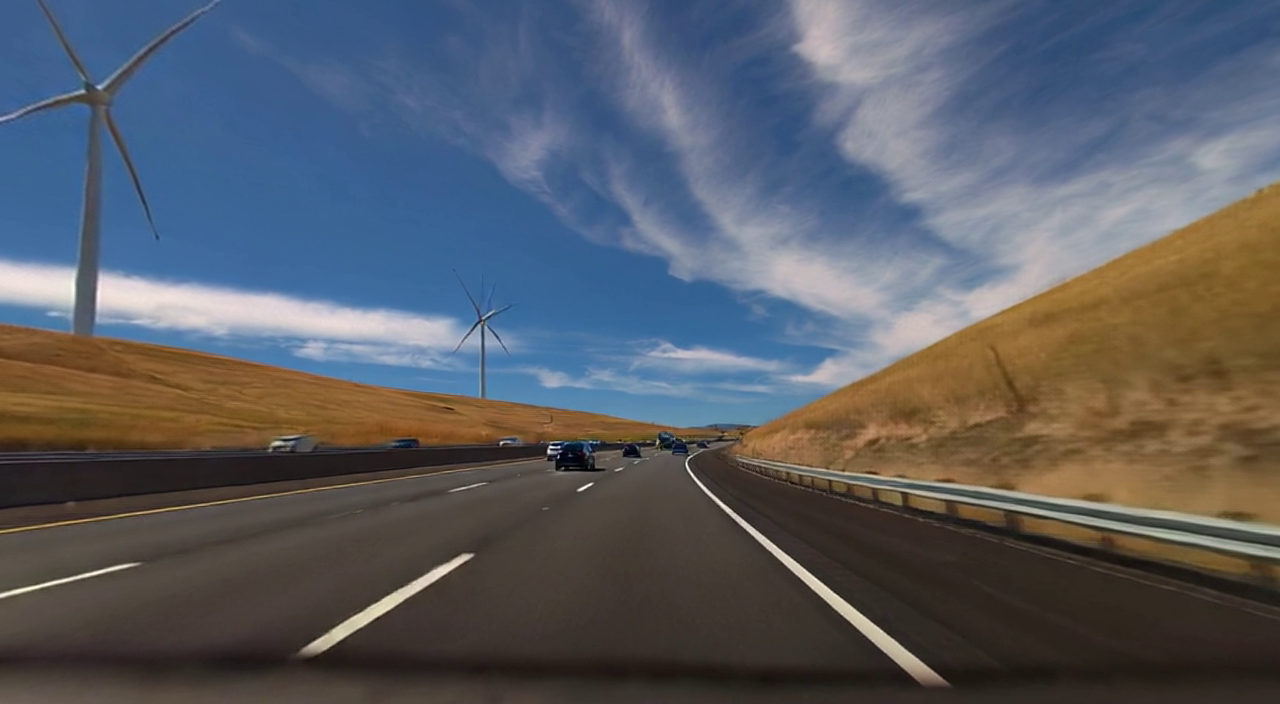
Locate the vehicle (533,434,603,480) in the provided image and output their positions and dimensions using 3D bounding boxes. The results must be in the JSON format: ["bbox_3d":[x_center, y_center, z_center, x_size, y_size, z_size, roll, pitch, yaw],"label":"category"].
[{"bbox_3d":[-2.814,4.275,25.801,2.118,1.702,4.355,0,-9,3],"label":"vehicle"}]
